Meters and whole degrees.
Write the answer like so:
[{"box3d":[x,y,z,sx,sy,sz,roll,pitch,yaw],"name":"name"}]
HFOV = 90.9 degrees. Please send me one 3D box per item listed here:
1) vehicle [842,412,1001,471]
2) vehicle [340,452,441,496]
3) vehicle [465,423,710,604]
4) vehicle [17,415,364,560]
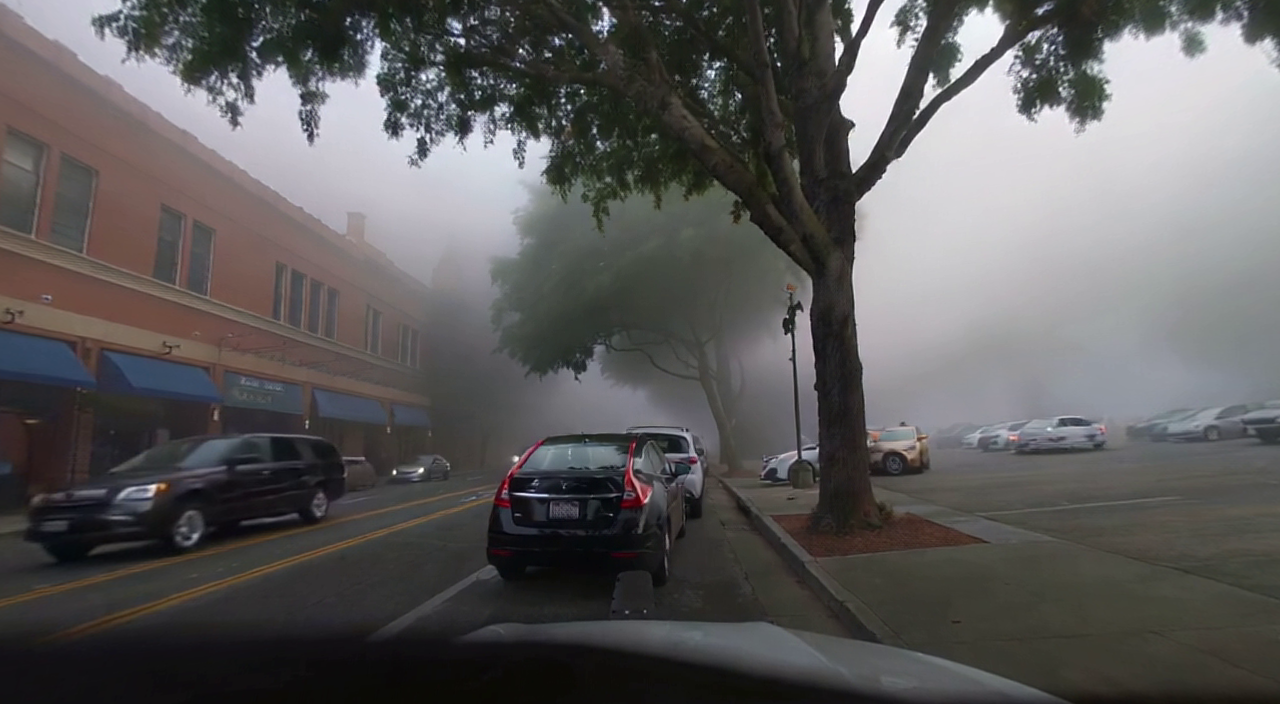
[{"box3d":[9.014,2.832,20.218,4.558,1.528,1.915,0,-8,-23],"name":"vehicle"},{"box3d":[-10.260,5.028,26.279,1.826,1.432,4.556,-7,-9,8],"name":"vehicle"},{"box3d":[-0.260,1.641,7.339,1.939,1.478,3.922,-2,-8,9],"name":"vehicle"},{"box3d":[-7.017,2.147,10.728,2.071,1.811,4.711,-4,-9,7],"name":"vehicle"}]
